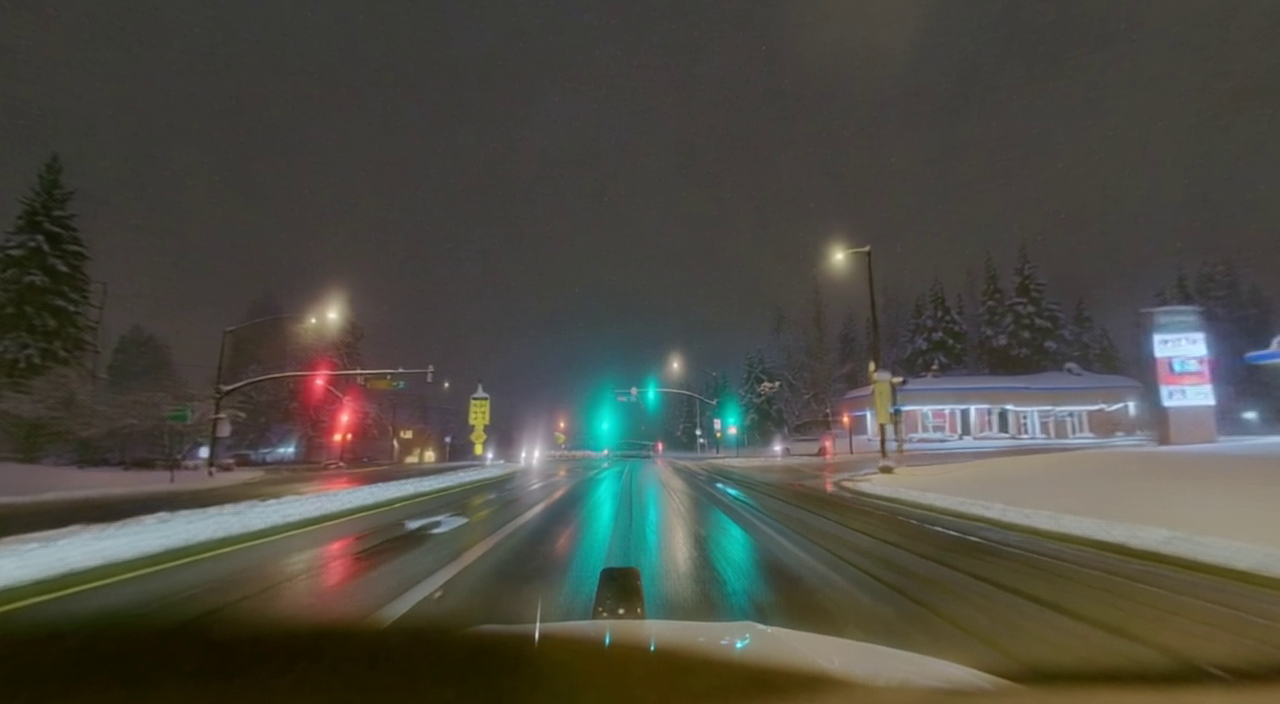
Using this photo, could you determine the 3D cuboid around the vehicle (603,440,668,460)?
[{"bbox_3d":[-0.373,7.608,49.266,4.709,1.501,1.895,3,-9,-19],"label":"vehicle"}]
